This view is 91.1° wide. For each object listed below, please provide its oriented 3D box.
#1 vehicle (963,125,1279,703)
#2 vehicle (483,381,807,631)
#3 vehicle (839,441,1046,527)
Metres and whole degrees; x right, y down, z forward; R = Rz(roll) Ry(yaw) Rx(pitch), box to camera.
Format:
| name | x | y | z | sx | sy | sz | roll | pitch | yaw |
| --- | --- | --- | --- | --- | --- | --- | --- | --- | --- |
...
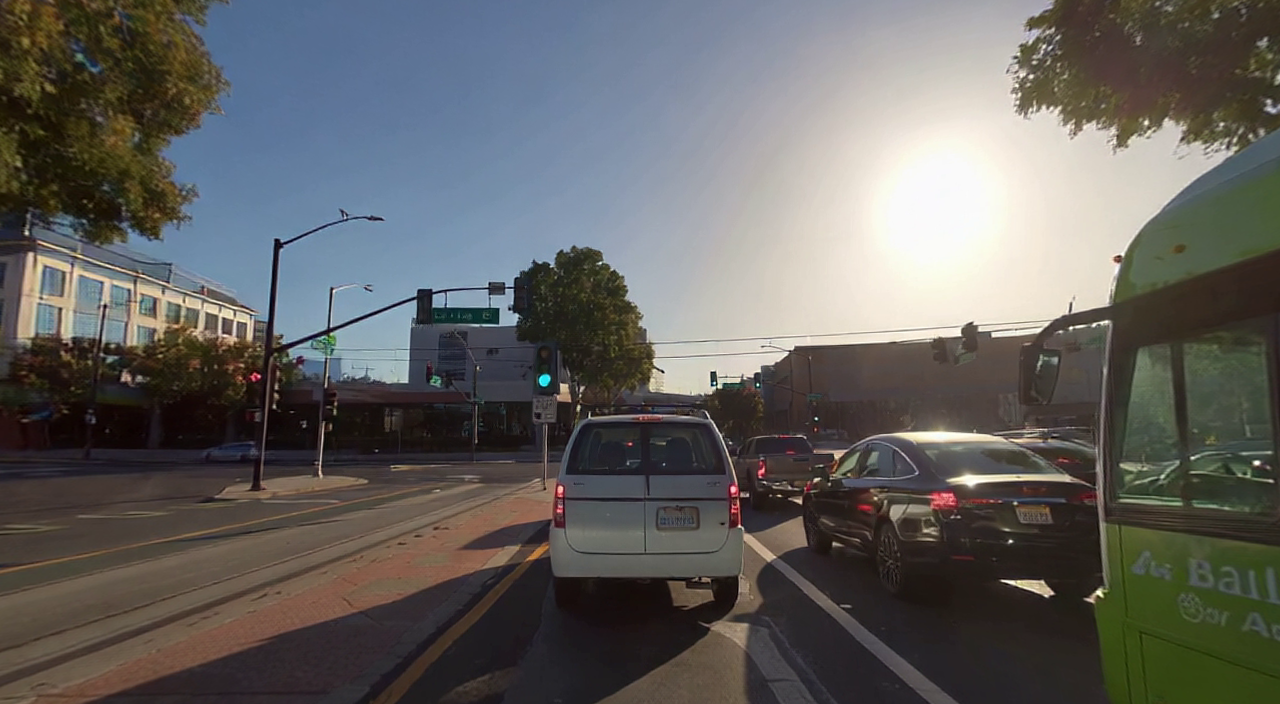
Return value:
| name | x | y | z | sx | sy | sz | roll | pitch | yaw |
| --- | --- | --- | --- | --- | --- | --- | --- | --- | --- |
| vehicle | 2.609 | 0.315 | 0.441 | 2.037 | 2.065 | 5.037 | 0 | -8 | 0 |
| vehicle | 0.012 | 1.473 | 7.022 | 2.381 | 1.842 | 4.603 | 0 | -8 | -1 |
| vehicle | 5.982 | 2.635 | 13.237 | 1.987 | 1.457 | 4.675 | 0 | -8 | -1 |
